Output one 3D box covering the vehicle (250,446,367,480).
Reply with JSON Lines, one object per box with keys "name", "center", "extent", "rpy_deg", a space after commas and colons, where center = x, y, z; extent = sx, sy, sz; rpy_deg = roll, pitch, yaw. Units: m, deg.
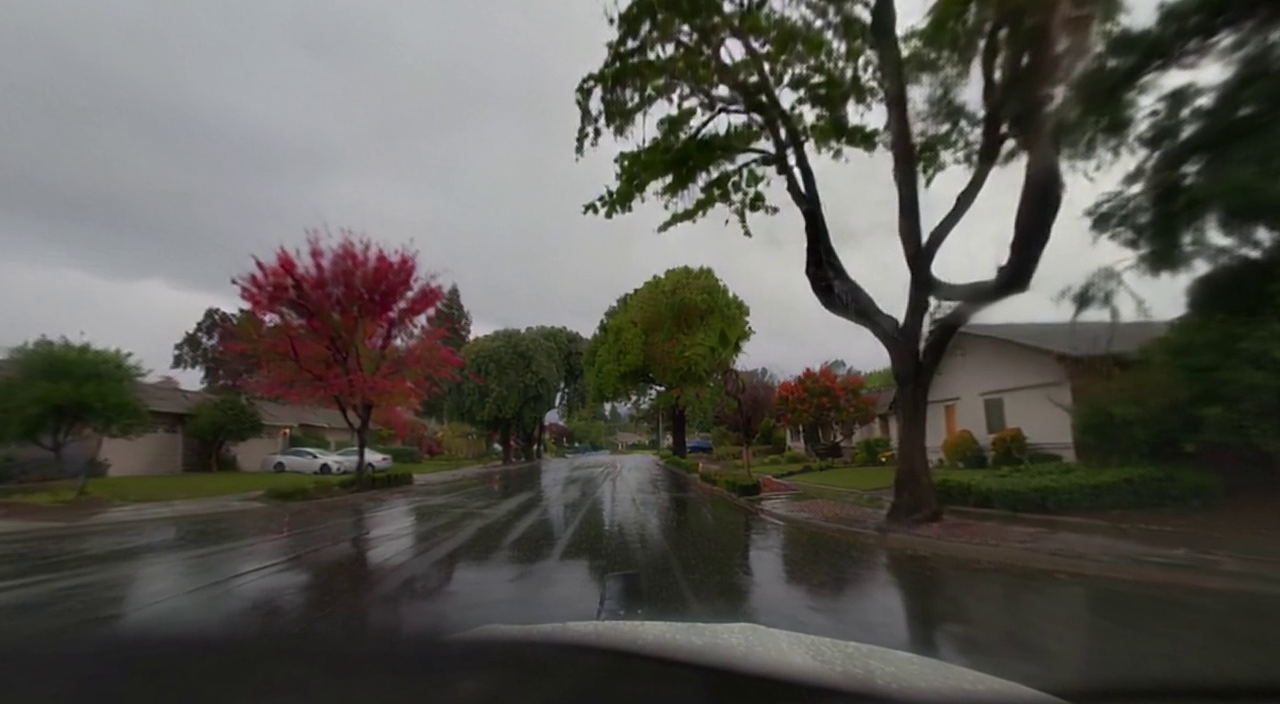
{"name": "vehicle", "center": [-15.603, 5.246, 29.958], "extent": [4.358, 1.516, 2.077], "rpy_deg": [1, -9, -3]}
